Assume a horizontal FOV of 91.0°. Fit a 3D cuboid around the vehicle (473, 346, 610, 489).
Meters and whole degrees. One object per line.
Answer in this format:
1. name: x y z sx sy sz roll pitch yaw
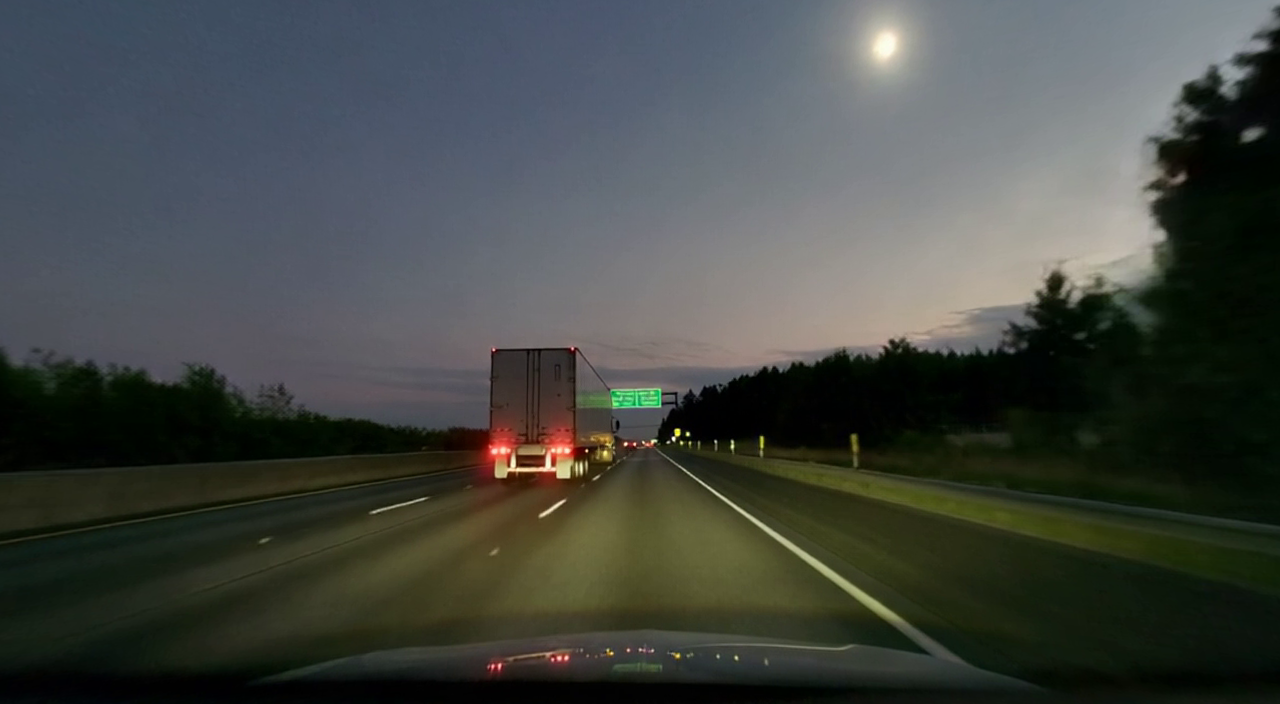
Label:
1. vehicle: -3.097 2.857 24.882 2.947 4.051 14.256 0 -8 1
